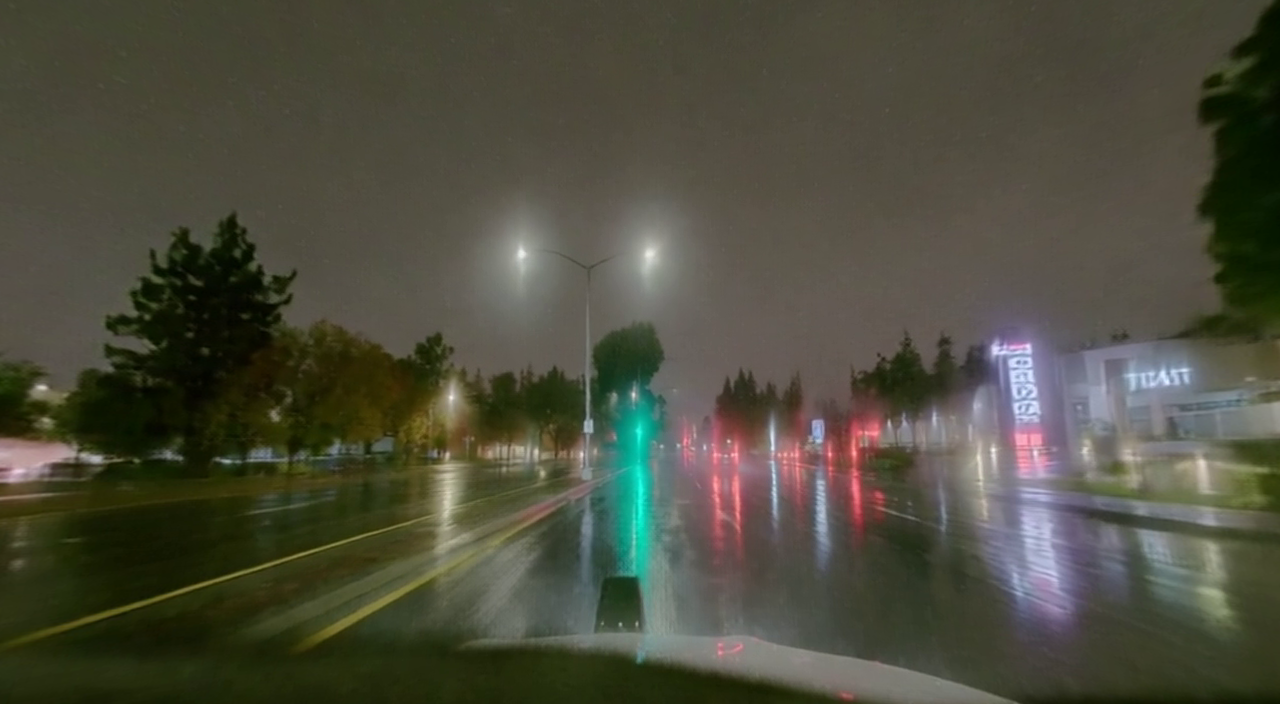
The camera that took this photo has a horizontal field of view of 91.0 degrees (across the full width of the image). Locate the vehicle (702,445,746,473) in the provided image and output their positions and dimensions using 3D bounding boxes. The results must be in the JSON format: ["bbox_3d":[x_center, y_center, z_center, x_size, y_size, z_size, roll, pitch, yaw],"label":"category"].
[{"bbox_3d":[4.744,6.122,36.298,2.015,1.479,4.444,0,-9,1],"label":"vehicle"}]
